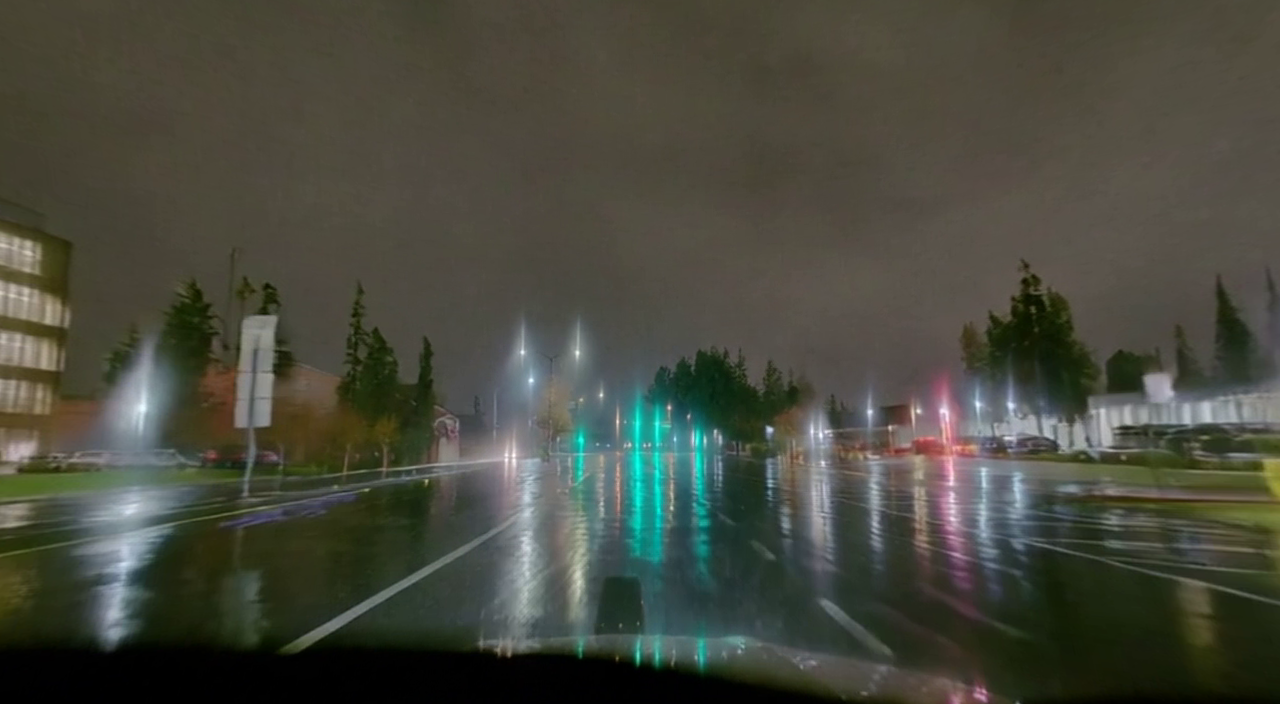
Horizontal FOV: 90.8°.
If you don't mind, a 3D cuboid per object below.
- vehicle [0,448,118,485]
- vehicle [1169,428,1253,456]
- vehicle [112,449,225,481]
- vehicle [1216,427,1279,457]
[{"bbox_3d":[-32.246,6.262,34.824,2.122,1.886,4.993,-8,-12,43],"label":"vehicle"},{"bbox_3d":[34.386,5.431,38.071,3.470,1.424,1.592,-3,-9,-4],"label":"vehicle"},{"bbox_3d":[-26.551,6.356,35.692,4.673,1.717,2.044,0,-8,1],"label":"vehicle"},{"bbox_3d":[34.735,5.007,35.255,3.484,1.433,1.608,-3,-9,-3],"label":"vehicle"}]
